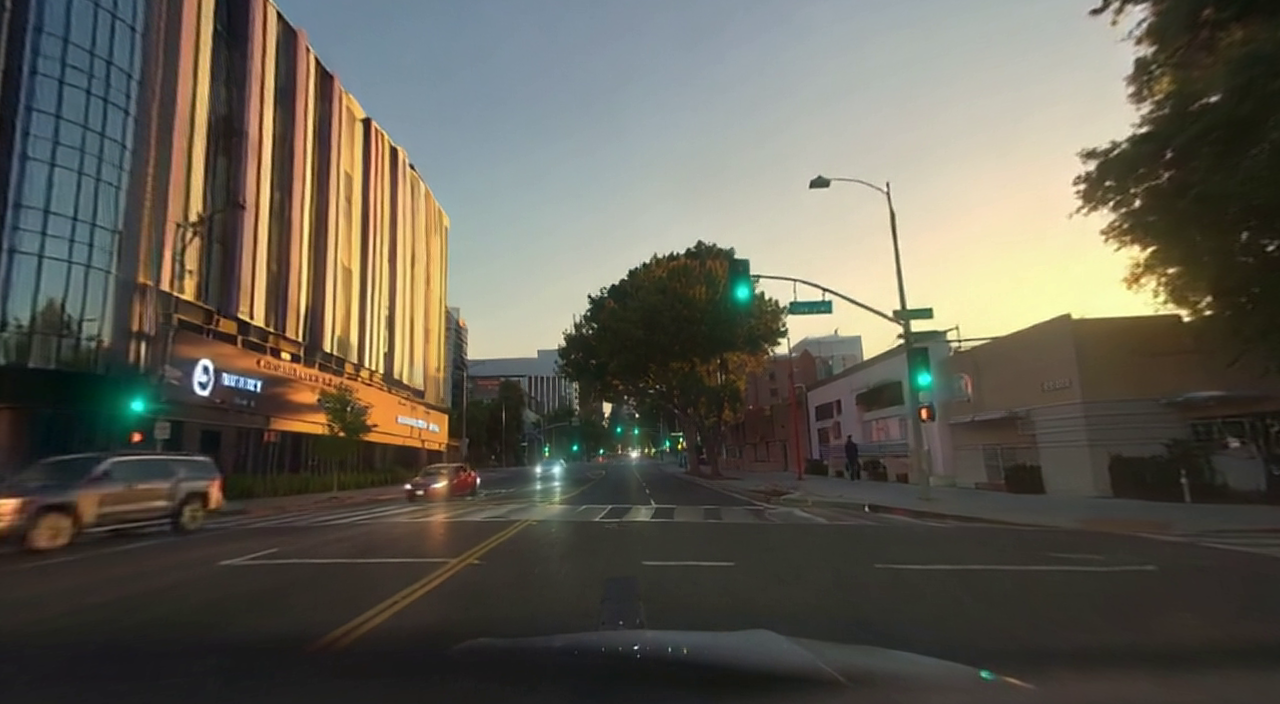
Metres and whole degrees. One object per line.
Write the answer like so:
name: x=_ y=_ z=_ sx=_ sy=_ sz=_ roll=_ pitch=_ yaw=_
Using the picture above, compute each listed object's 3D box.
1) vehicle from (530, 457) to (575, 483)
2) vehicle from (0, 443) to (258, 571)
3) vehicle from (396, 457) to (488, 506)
vehicle: x=-5.931 y=8.045 z=43.368 sx=2.037 sy=1.563 sz=4.754 roll=-1 pitch=-9 yaw=4
vehicle: x=-10.473 y=2.756 z=12.376 sx=2.329 sy=1.900 sz=5.588 roll=0 pitch=-8 yaw=2
vehicle: x=-6.990 y=4.590 z=22.781 sx=1.897 sy=1.537 sz=3.770 roll=-1 pitch=-8 yaw=4
